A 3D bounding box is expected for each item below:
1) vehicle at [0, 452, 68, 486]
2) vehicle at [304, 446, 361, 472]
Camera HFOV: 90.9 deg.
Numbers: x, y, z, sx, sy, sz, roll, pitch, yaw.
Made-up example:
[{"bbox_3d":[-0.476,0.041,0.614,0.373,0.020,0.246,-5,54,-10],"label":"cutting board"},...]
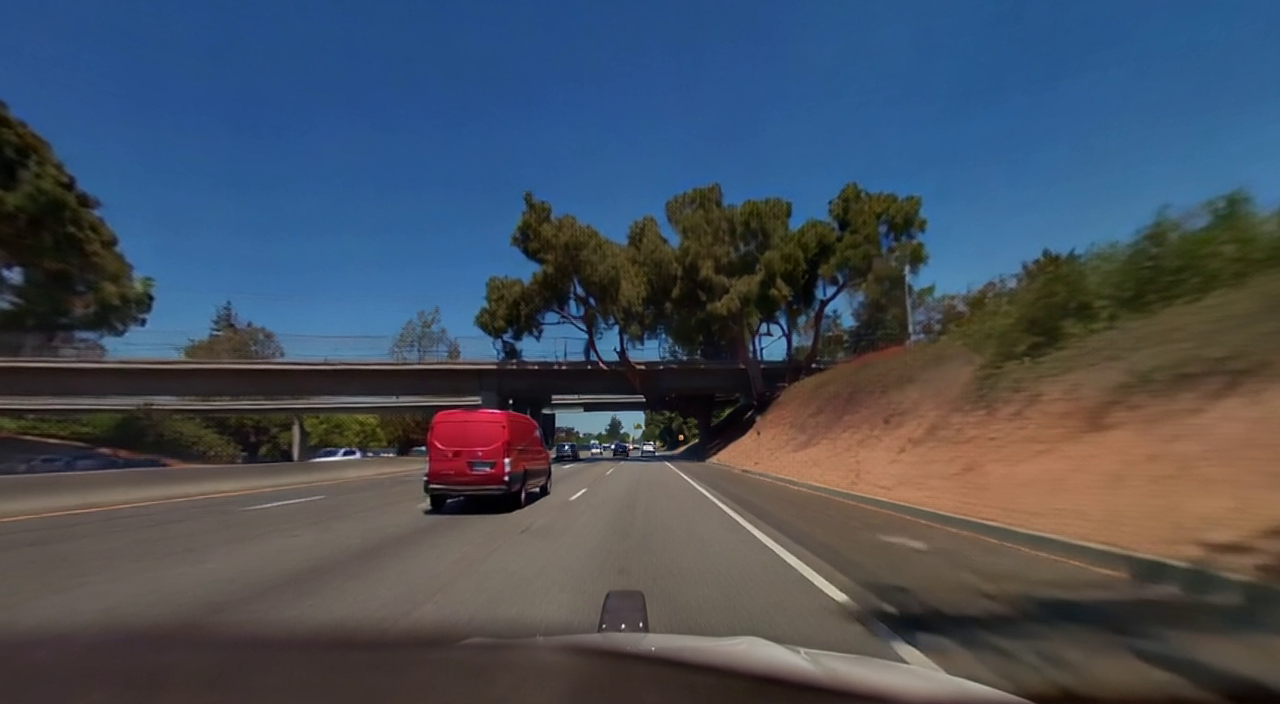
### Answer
[{"bbox_3d":[-27.954,5.169,28.012,1.644,1.420,3.518,-1,-8,2],"label":"vehicle"},{"bbox_3d":[-16.592,5.771,34.191,1.441,1.325,3.178,0,-8,0],"label":"vehicle"}]
